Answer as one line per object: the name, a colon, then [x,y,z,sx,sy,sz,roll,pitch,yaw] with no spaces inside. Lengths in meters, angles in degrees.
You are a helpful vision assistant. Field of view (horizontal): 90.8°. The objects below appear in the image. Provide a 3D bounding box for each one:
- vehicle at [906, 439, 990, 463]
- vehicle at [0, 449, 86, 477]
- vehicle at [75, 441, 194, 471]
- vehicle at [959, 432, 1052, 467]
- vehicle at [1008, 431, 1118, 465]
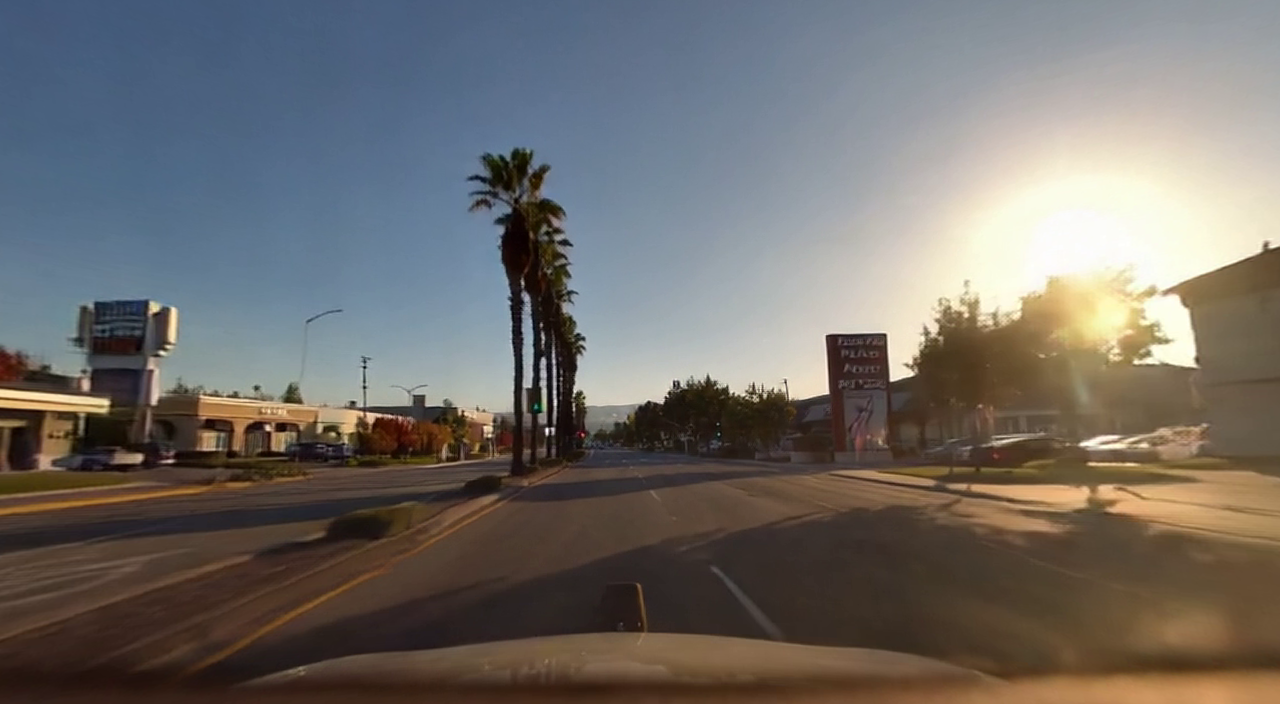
vehicle: [19.543,6.265,40.155,4.382,1.463,1.869,1,-8,-4]
vehicle: [-33.485,6.059,34.469,4.527,1.453,2.006,0,-9,-3]
vehicle: [-33.691,6.946,42.266,5.621,1.927,2.501,0,-9,-3]
vehicle: [17.067,4.582,29.747,1.852,1.487,3.896,0,-8,-4]
vehicle: [19.871,4.560,29.969,1.986,1.454,4.332,-1,-9,-4]
